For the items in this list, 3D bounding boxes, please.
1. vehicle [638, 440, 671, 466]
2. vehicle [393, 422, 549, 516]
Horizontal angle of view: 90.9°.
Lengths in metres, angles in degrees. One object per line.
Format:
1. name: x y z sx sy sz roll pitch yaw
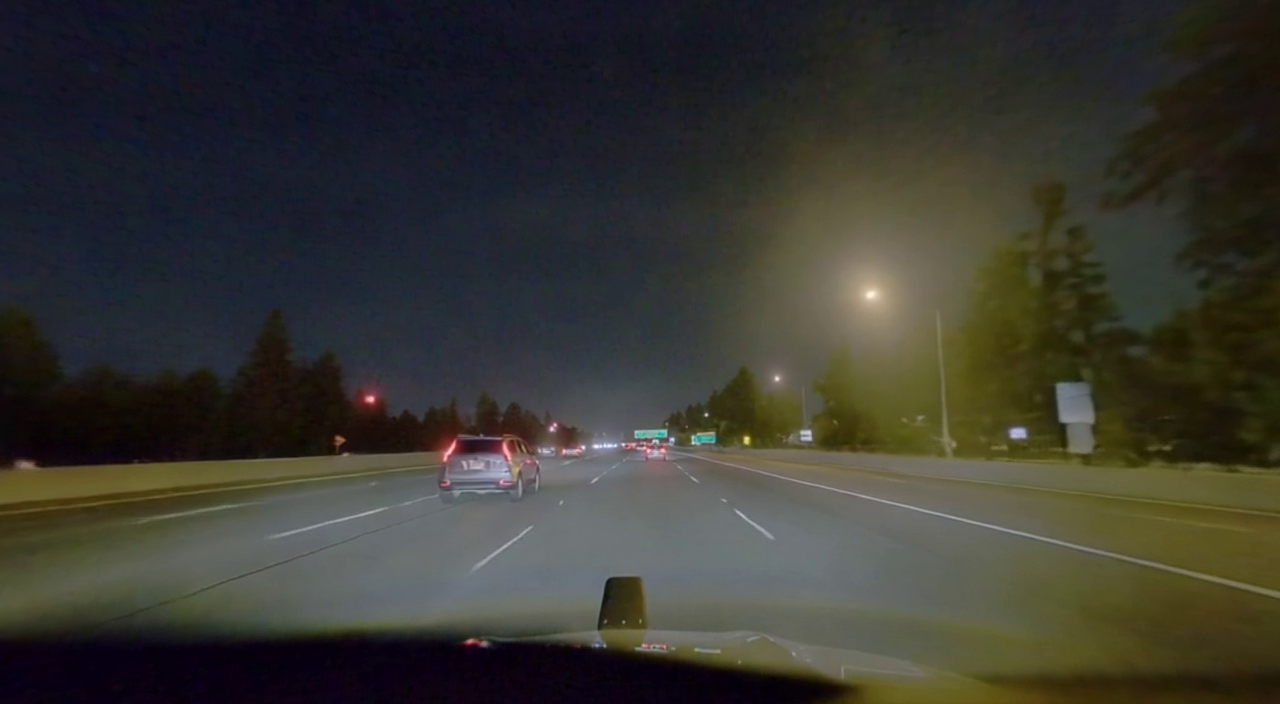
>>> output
1. vehicle: 0.924 6.620 41.487 2.023 1.589 4.030 0 -9 0
2. vehicle: -3.536 2.566 14.285 2.214 1.759 4.435 -1 -9 1
